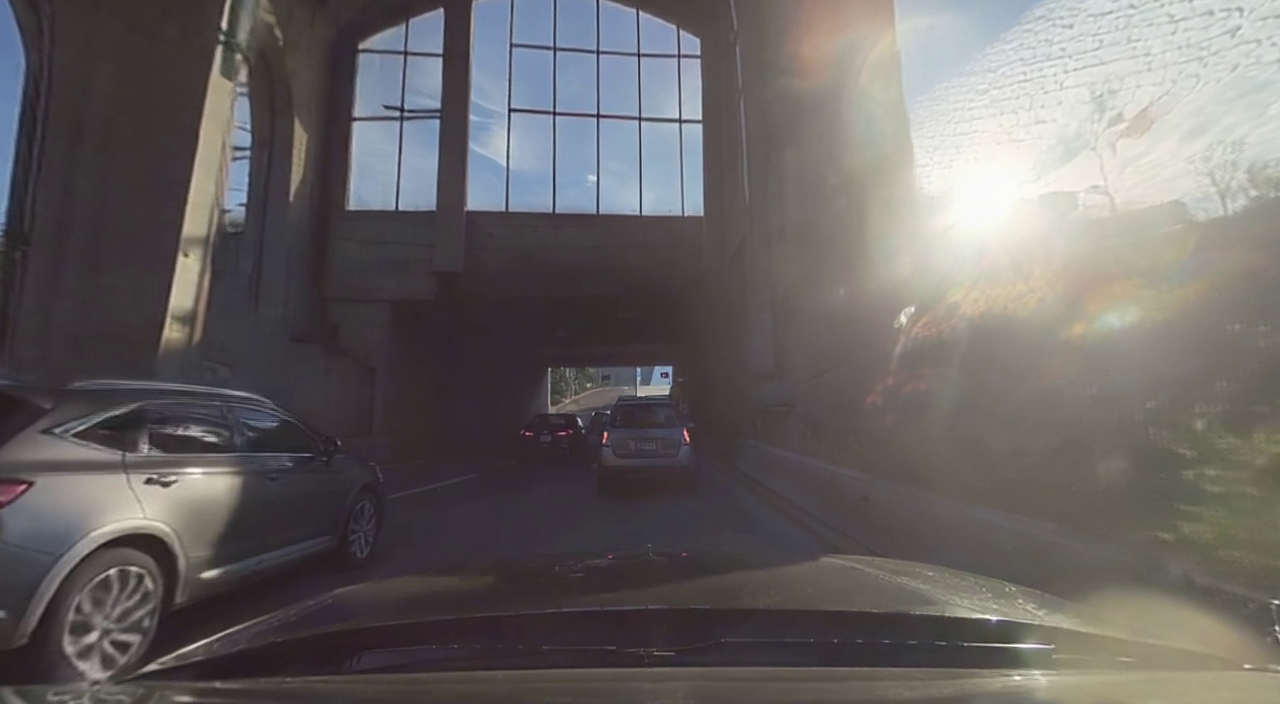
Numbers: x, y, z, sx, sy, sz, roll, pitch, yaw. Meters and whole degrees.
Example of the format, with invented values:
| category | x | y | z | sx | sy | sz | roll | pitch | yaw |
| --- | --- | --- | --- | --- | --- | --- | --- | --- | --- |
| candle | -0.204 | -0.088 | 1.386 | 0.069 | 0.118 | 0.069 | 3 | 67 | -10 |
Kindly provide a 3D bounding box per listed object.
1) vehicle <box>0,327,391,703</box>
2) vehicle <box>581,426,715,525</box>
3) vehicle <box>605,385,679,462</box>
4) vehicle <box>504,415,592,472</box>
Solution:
| category | x | y | z | sx | sy | sz | roll | pitch | yaw |
| --- | --- | --- | --- | --- | --- | --- | --- | --- | --- |
| vehicle | -3.555 | 1.013 | 4.006 | 2.017 | 1.761 | 4.572 | 0 | -8 | 1 |
| vehicle | 0.086 | 2.171 | 11.643 | 2.020 | 1.478 | 4.092 | 0 | -8 | -1 |
| vehicle | 0.117 | 3.565 | 30.268 | 2.948 | 3.096 | 9.492 | 0 | -8 | 1 |
| vehicle | -3.394 | 3.570 | 24.585 | 2.329 | 1.948 | 5.800 | -1 | -8 | 2 |
